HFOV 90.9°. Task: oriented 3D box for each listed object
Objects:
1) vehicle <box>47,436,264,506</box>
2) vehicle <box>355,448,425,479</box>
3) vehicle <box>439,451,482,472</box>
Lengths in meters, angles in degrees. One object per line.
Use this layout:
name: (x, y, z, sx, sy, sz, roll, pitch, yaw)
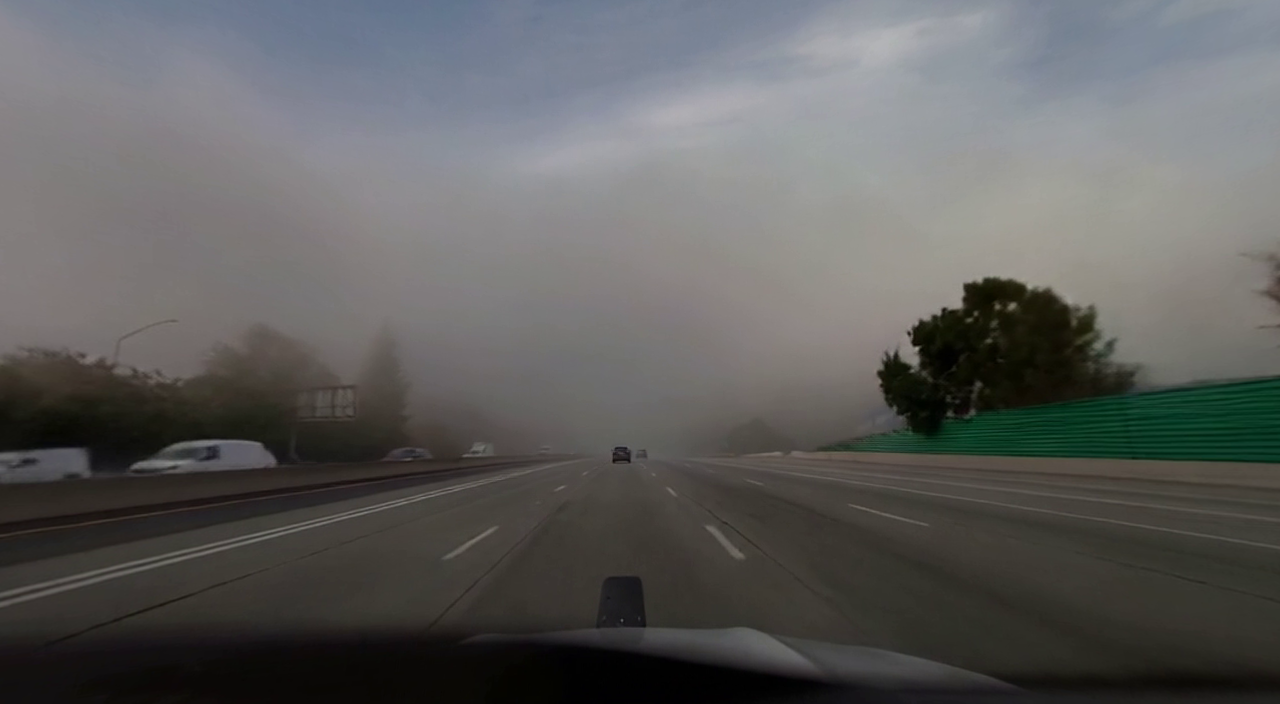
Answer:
vehicle: (-12.255, 3.042, 16.492, 1.947, 1.533, 4.756, 0, -9, -1)
vehicle: (-12.545, 5.604, 31.929, 1.864, 1.428, 4.139, 0, -9, -1)
vehicle: (-13.362, 8.151, 47.120, 1.868, 1.426, 4.366, 0, -9, 0)
